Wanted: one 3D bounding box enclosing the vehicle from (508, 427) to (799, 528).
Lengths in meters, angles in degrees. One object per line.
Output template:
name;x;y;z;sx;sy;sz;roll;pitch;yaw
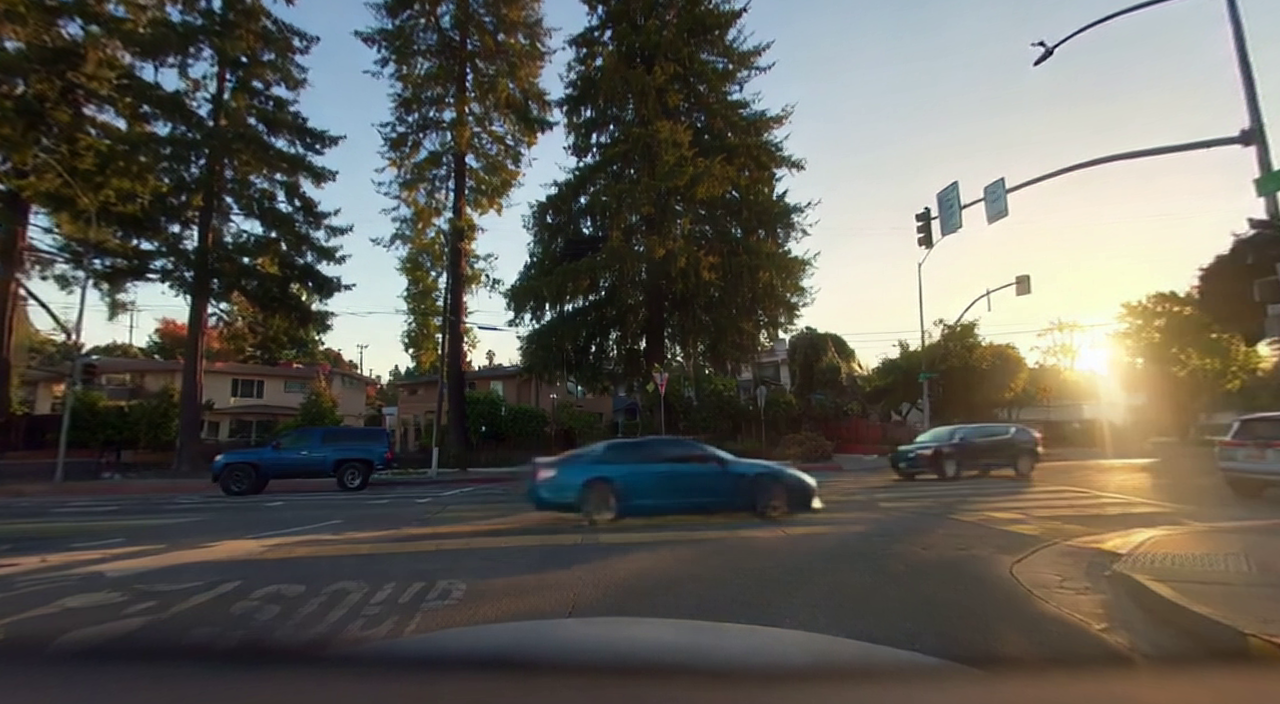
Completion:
vehicle;0.201;2.024;10.695;4.517;1.419;1.836;3;-9;-20

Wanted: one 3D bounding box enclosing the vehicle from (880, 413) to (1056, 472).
vehicle;10.813;3.003;20.988;4.882;1.783;2.093;2;-9;-13
